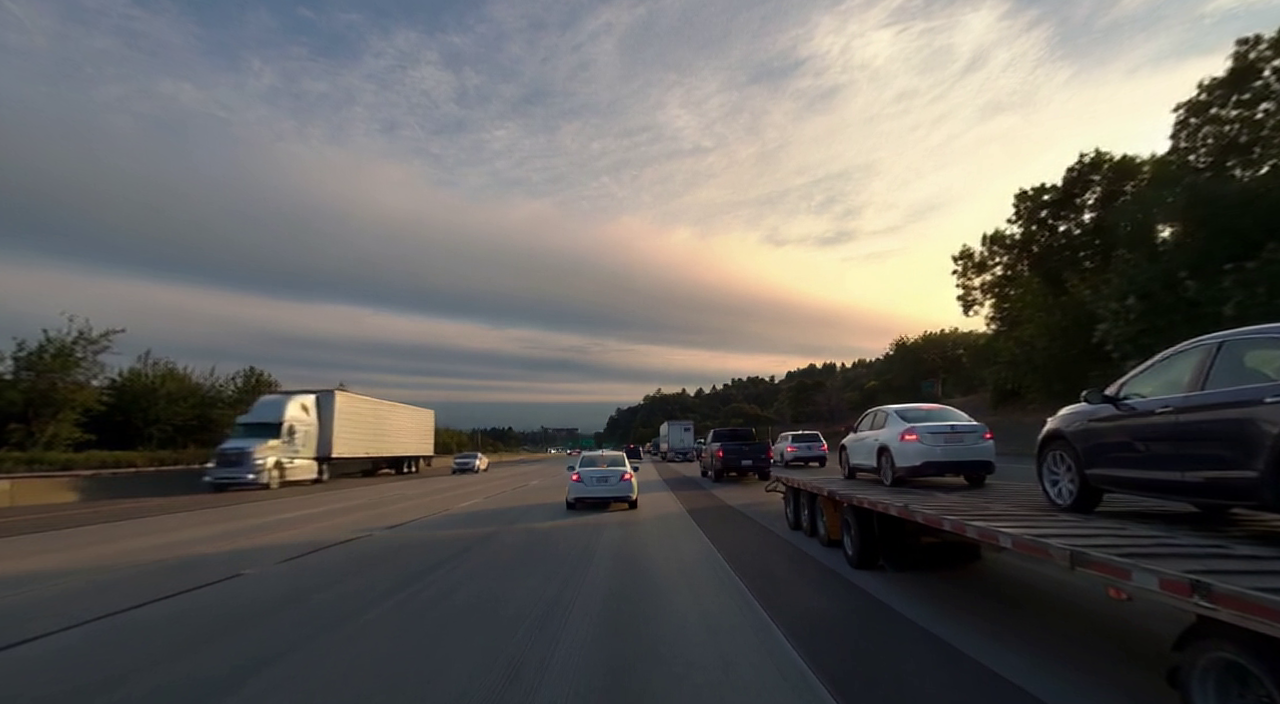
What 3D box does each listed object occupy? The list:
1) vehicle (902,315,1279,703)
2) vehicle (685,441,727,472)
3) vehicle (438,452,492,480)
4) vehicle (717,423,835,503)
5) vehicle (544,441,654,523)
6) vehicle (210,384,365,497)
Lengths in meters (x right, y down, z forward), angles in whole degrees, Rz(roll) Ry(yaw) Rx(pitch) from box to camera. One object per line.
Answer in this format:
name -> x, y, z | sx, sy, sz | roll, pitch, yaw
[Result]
vehicle -> 3.470, 0.947, 3.659 | 1.959, 1.783, 4.407 | 0, -9, 0
vehicle -> 3.795, 6.088, 36.720 | 1.938, 1.660, 4.223 | 0, -9, -1
vehicle -> -11.032, 7.210, 39.990 | 2.221, 1.639, 4.105 | 0, -9, 0
vehicle -> 3.504, 2.964, 17.108 | 2.303, 1.889, 3.920 | 0, -9, 0
vehicle -> -0.735, 2.655, 13.363 | 1.991, 1.466, 3.675 | 0, -9, 0
vehicle -> -15.393, 3.981, 28.204 | 3.230, 4.500, 5.937 | 0, -9, 1
